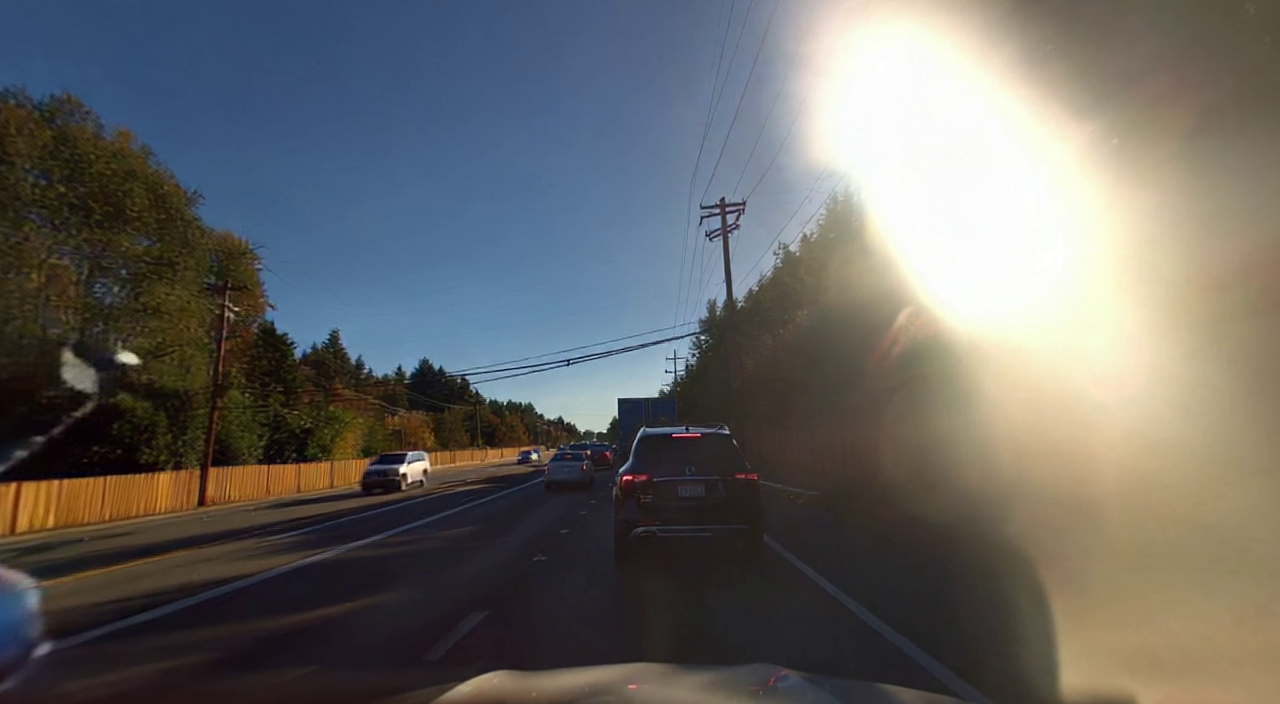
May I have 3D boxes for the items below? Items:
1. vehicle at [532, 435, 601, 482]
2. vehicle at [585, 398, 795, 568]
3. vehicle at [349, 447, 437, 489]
[{"bbox_3d":[-2.704,4.072,24.286,2.037,1.639,4.213,0,-9,2],"label":"vehicle"},{"bbox_3d":[0.488,1.671,8.678,2.174,1.749,4.113,0,-9,-1],"label":"vehicle"},{"bbox_3d":[-11.827,5.548,30.620,2.187,1.863,5.152,0,-9,0],"label":"vehicle"}]
